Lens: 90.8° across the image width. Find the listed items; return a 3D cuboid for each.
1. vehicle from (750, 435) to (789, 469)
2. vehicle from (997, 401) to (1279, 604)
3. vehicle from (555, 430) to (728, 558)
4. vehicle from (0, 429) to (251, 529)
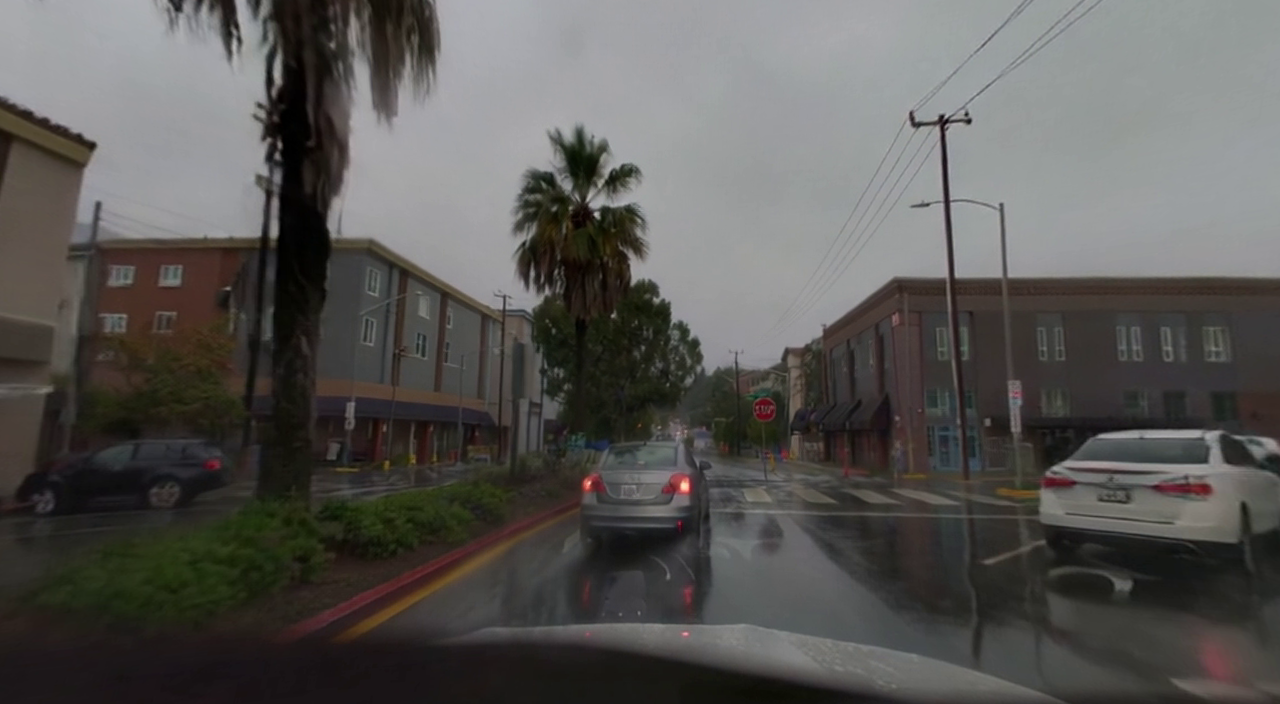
[{"bbox_3d":[9.769,7.506,47.690,2.467,2.369,1.577,4,-9,-37],"label":"vehicle"},{"bbox_3d":[6.161,1.584,7.552,4.623,1.650,1.937,8,-12,-43],"label":"vehicle"},{"bbox_3d":[0.146,1.975,9.471,2.031,1.479,3.969,-1,-9,4],"label":"vehicle"},{"bbox_3d":[-10.724,2.500,12.907,2.089,1.731,4.223,-9,-12,44],"label":"vehicle"}]
